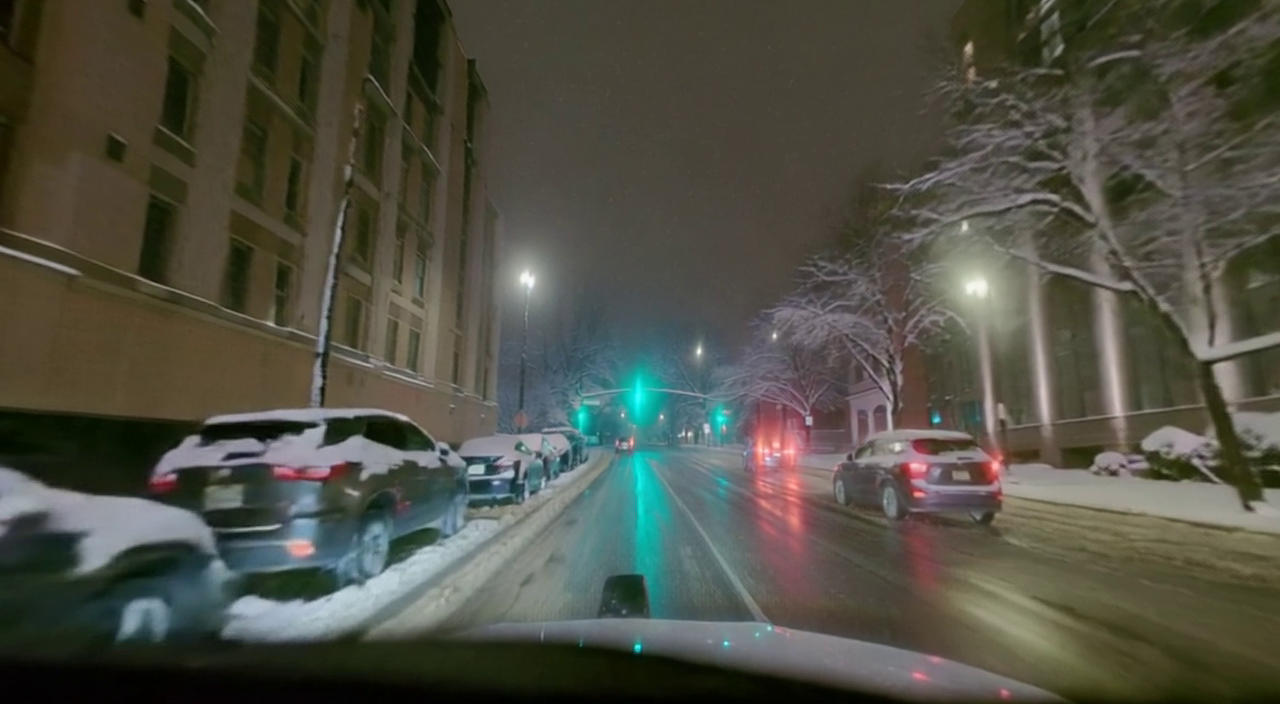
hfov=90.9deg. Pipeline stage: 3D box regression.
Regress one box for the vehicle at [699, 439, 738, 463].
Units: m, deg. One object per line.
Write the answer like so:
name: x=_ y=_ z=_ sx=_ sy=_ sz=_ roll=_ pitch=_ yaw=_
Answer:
vehicle: x=5.149 y=6.548 z=41.829 sx=1.917 sy=1.467 sz=4.452 roll=0 pitch=-8 yaw=-1

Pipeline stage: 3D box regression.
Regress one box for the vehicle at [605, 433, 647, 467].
vehicle: x=-0.715 y=5.211 z=33.650 sx=2.122 sy=1.689 sz=3.885 roll=0 pitch=-8 yaw=0

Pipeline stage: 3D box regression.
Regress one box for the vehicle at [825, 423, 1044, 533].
vehicle: x=4.949 y=2.158 z=11.391 sx=1.891 sy=1.599 sz=4.173 roll=0 pitch=-8 yaw=0

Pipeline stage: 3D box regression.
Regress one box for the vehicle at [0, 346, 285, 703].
vehicle: x=-3.277 y=0.741 z=1.693 sx=1.951 sy=1.671 sz=4.615 roll=0 pitch=-8 yaw=0

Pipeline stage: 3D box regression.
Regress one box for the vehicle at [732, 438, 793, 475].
vehicle: x=5.151 y=4.418 z=26.909 sx=1.799 sy=1.463 sz=3.464 roll=0 pitch=-8 yaw=-2
